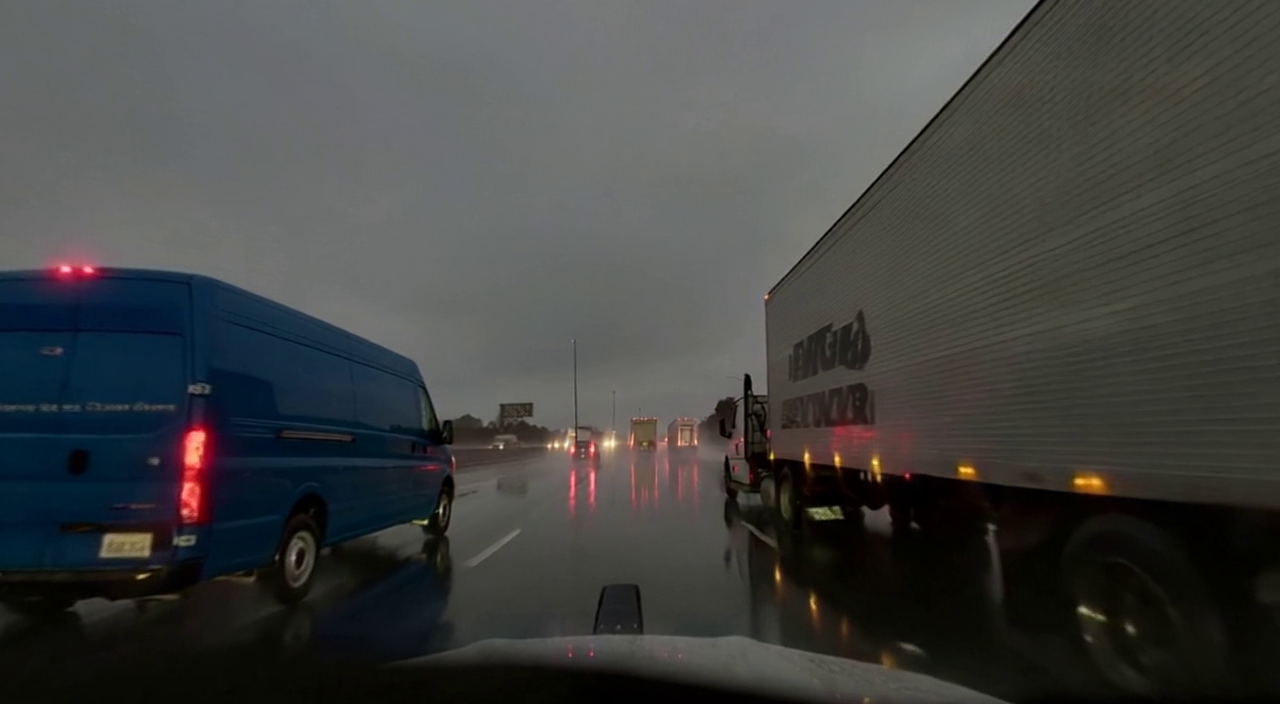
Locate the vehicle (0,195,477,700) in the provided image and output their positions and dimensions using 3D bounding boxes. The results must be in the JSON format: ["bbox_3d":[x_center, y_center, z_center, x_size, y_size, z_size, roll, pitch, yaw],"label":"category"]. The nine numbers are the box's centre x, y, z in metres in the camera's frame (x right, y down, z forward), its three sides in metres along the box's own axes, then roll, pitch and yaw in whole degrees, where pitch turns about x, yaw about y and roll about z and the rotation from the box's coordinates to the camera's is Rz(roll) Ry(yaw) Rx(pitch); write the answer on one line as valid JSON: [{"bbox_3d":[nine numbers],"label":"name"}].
[{"bbox_3d":[-3.916,0.962,6.914,2.557,2.855,6.674,0,-9,-1],"label":"vehicle"}]

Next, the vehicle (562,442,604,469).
[{"bbox_3d":[-3.370,6.228,38.274,2.024,1.472,4.014,-1,-8,2],"label":"vehicle"}]

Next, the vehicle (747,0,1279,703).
[{"bbox_3d":[3.997,0.475,7.860,2.951,3.974,13.340,0,-8,0],"label":"vehicle"}]
